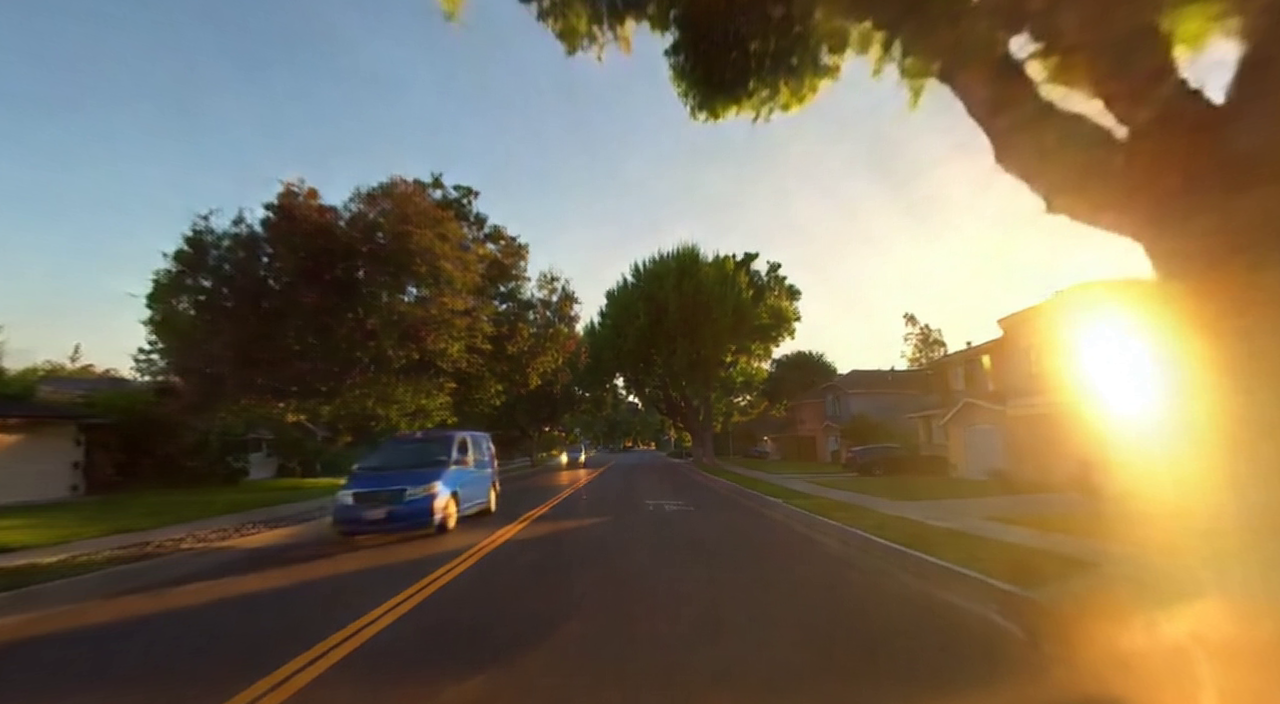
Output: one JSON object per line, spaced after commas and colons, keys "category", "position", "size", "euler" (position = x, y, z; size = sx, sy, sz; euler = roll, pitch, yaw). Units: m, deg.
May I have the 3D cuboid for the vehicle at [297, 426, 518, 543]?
{"category": "vehicle", "position": [-4.227, 2.521, 12.877], "size": [2.303, 1.813, 5.660], "euler": [0, -9, 0]}

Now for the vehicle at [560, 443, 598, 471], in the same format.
{"category": "vehicle", "position": [-4.184, 7.299, 44.082], "size": [2.161, 1.798, 4.627], "euler": [0, -8, 1]}
